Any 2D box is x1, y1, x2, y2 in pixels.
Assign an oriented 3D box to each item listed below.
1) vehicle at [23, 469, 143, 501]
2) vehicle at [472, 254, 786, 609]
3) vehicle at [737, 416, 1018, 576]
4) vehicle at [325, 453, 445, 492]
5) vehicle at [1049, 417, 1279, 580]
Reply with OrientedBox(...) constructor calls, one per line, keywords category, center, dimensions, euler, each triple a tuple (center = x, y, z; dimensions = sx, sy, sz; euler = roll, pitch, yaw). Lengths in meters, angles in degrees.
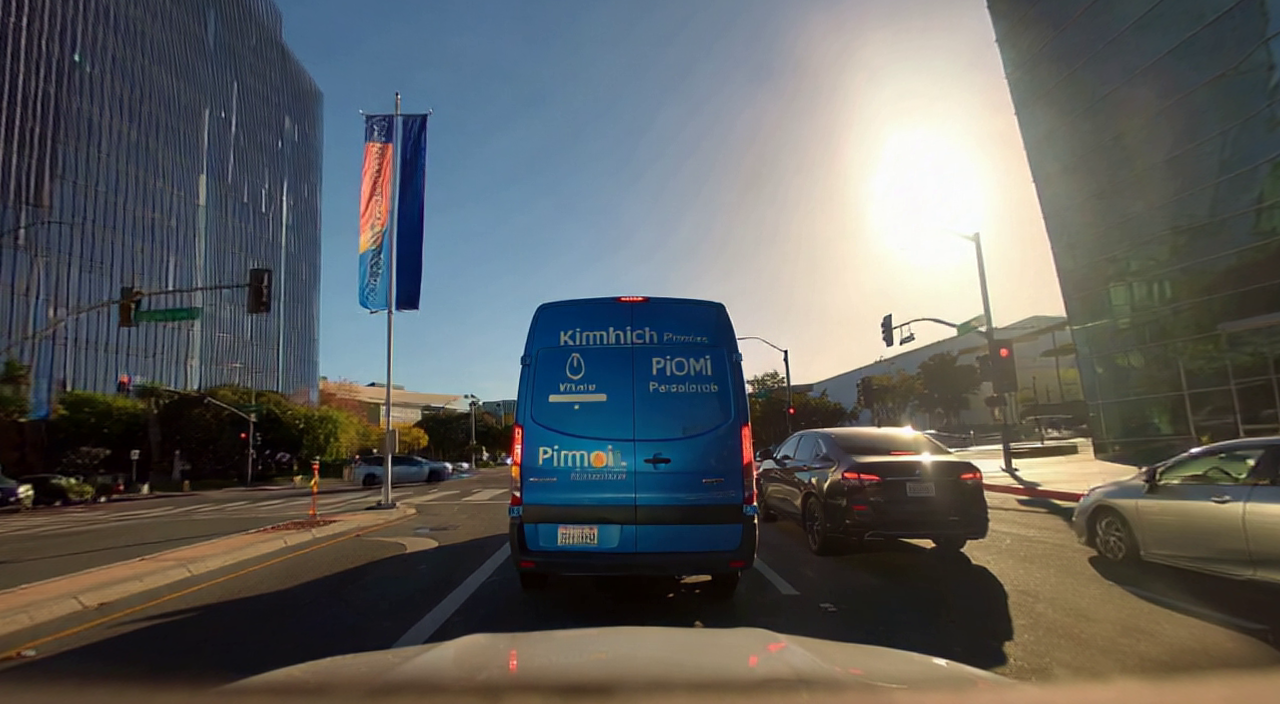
OrientedBox(category="vehicle", center=(-31.100, 7.436, 35.397), dimensions=(4.806, 1.652, 1.869), euler=(0, -8, -2))
OrientedBox(category="vehicle", center=(-0.054, 1.167, 9.094), dimensions=(2.613, 3.035, 7.342), euler=(0, -8, 1))
OrientedBox(category="vehicle", center=(2.880, 1.862, 9.040), dimensions=(2.183, 1.676, 4.506), euler=(0, -8, -1))
OrientedBox(category="vehicle", center=(-11.254, 5.345, 28.252), dimensions=(4.659, 1.615, 1.944), euler=(2, -9, -13))
OrientedBox(category="vehicle", center=(7.538, 1.577, 6.996), dimensions=(1.963, 1.669, 4.678), euler=(3, -9, -21))
